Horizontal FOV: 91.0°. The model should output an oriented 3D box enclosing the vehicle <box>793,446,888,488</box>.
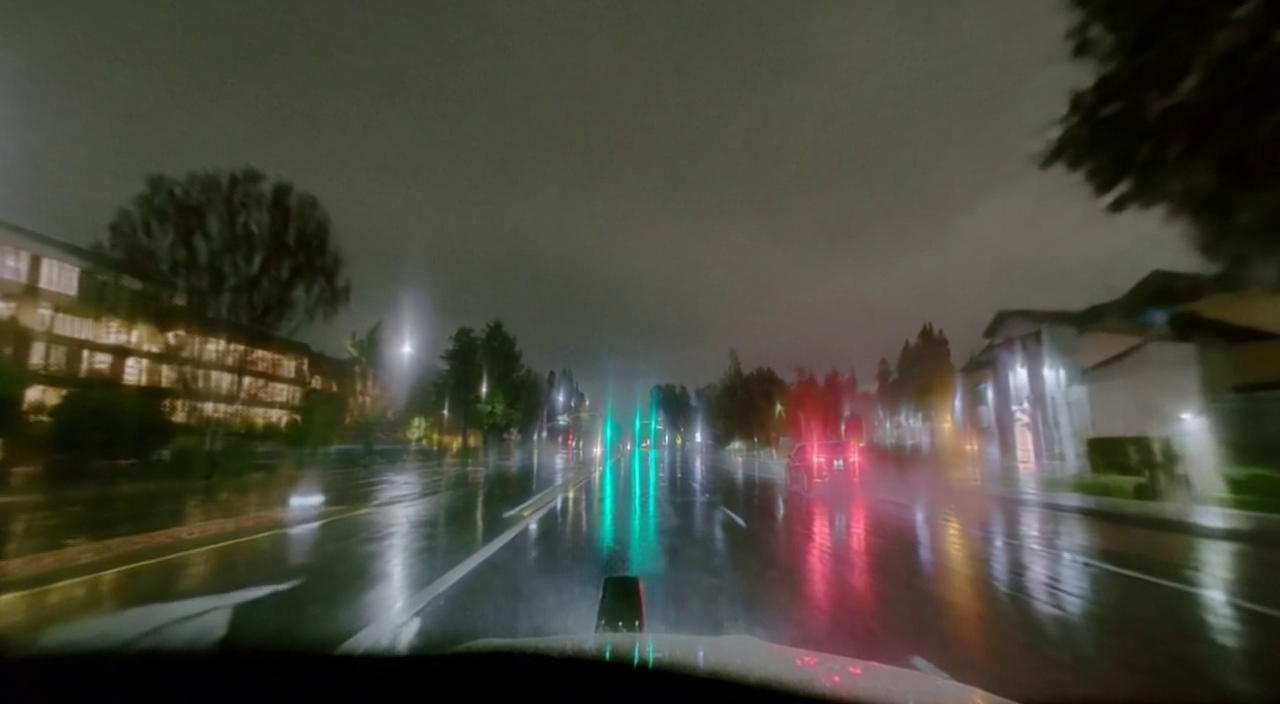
[{"bbox_3d":[7.449,4.306,23.897,2.054,1.421,4.487,0,-9,-1],"label":"vehicle"}]
